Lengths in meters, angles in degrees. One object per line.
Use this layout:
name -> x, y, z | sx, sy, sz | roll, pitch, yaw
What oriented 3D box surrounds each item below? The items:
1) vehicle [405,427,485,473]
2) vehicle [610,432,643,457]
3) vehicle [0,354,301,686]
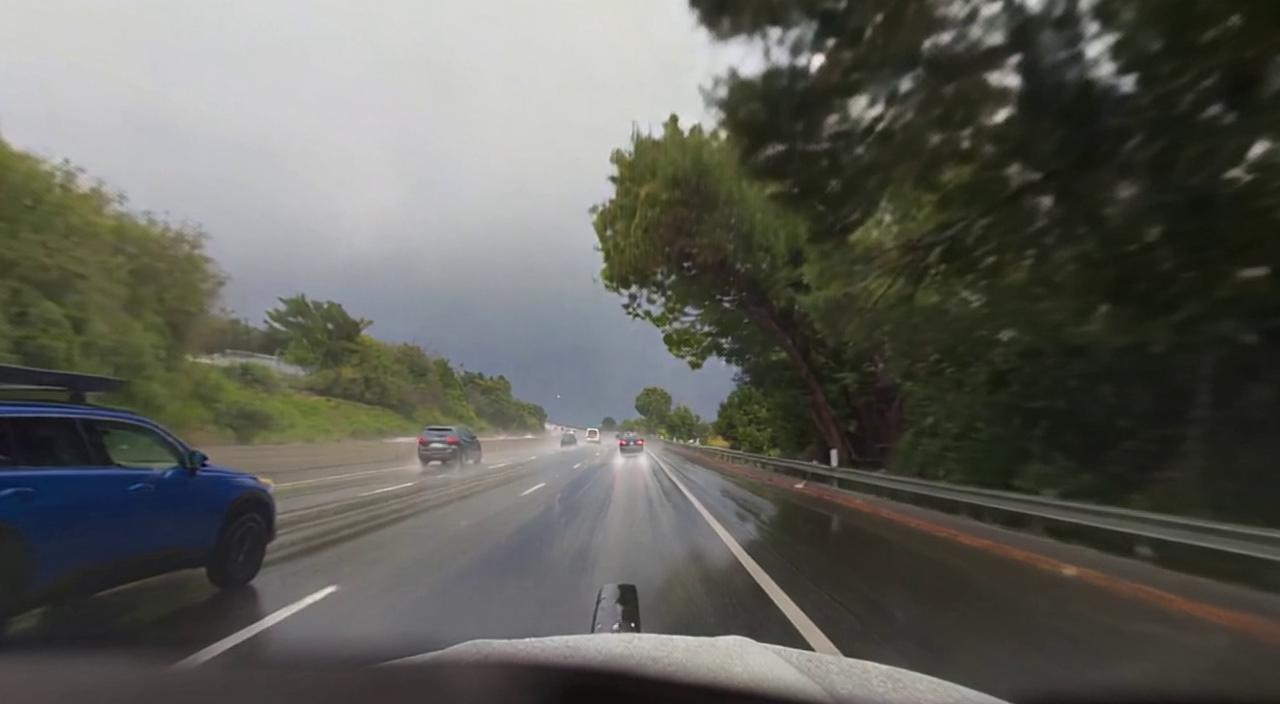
vehicle -> -8.042, 4.062, 26.420 | 1.964, 1.745, 4.338 | 0, -7, 0
vehicle -> -0.921, 6.405, 43.763 | 2.178, 1.658, 3.916 | 0, -7, -1
vehicle -> -4.442, 0.977, 3.980 | 2.069, 1.748, 4.652 | 0, -8, -1
